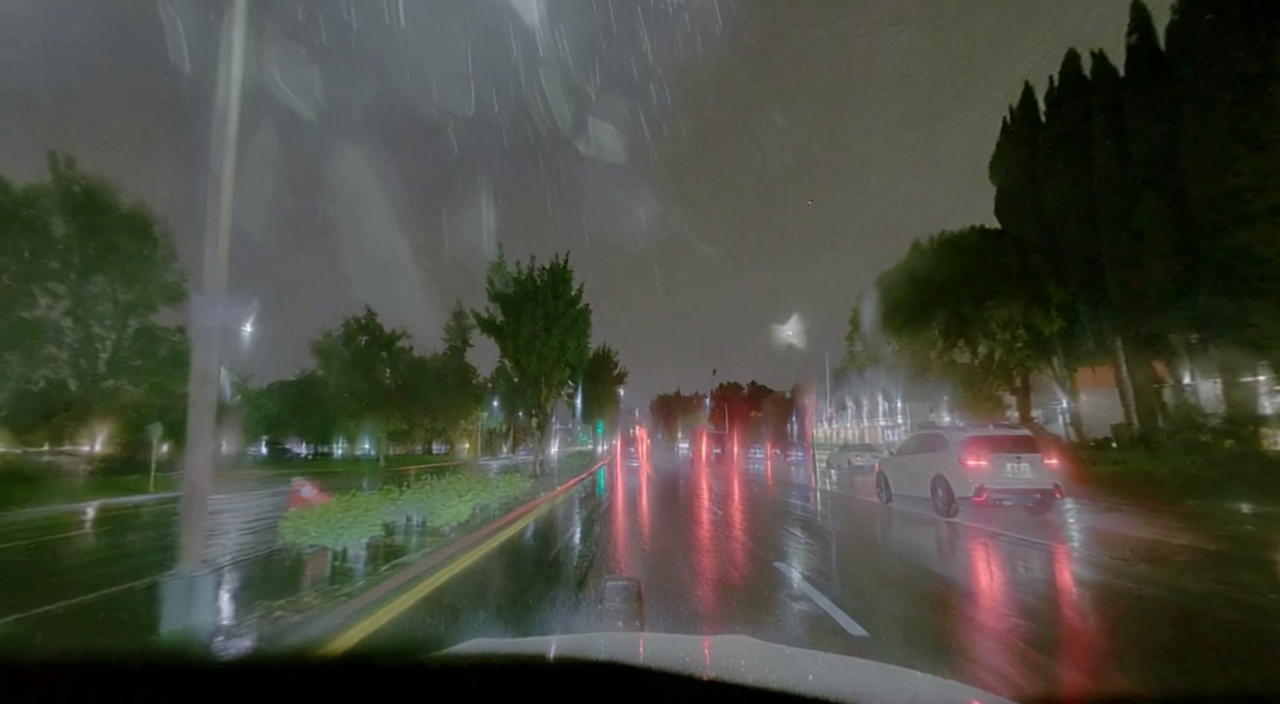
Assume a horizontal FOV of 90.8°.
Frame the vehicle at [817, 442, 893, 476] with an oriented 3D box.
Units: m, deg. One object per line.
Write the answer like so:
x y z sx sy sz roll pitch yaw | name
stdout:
10.136 5.044 30.146 1.970 1.470 4.602 0 -8 0 | vehicle

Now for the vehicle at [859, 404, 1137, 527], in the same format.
6.653 2.213 12.870 2.240 1.923 5.678 0 -8 -1 | vehicle

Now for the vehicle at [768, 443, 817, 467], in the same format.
10.096 6.836 42.183 2.021 1.481 4.746 0 -8 0 | vehicle

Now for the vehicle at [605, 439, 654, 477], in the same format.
-0.463 4.708 28.265 2.037 1.568 3.693 0 -8 -1 | vehicle

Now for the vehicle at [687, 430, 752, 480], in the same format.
3.125 4.167 25.838 1.955 1.845 4.538 0 -8 -1 | vehicle
